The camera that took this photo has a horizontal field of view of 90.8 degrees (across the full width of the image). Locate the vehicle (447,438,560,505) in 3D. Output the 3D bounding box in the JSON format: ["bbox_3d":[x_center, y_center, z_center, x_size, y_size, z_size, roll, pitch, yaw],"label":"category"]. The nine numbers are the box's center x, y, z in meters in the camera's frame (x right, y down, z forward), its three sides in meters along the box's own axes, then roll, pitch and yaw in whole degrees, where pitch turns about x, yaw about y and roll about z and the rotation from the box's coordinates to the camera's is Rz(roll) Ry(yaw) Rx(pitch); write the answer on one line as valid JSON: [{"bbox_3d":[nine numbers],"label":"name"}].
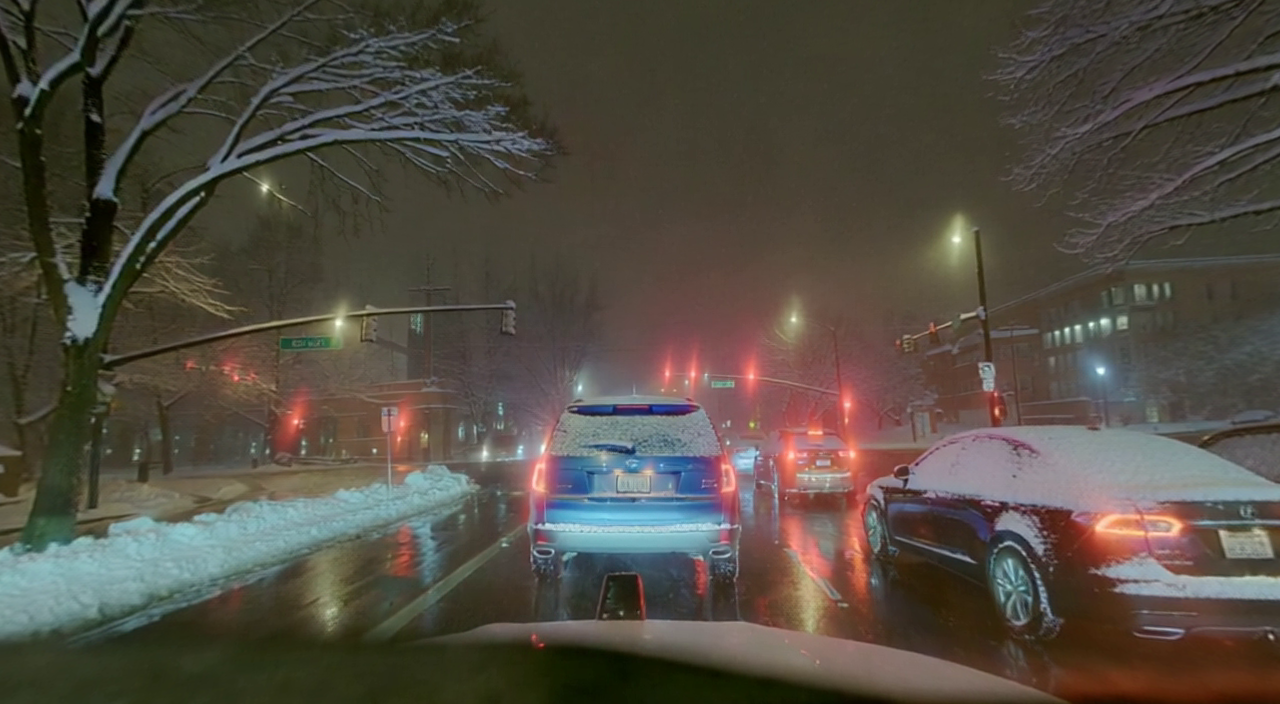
[{"bbox_3d":[-3.304,2.983,16.208,1.913,1.464,4.276,0,-8,0],"label":"vehicle"}]

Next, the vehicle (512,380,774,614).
[{"bbox_3d":[-0.027,1.458,7.269,2.038,1.819,4.505,0,-8,-1],"label":"vehicle"}]

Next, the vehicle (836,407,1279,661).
[{"bbox_3d":[3.645,1.409,6.071,1.995,1.483,4.533,0,-8,-1],"label":"vehicle"}]
